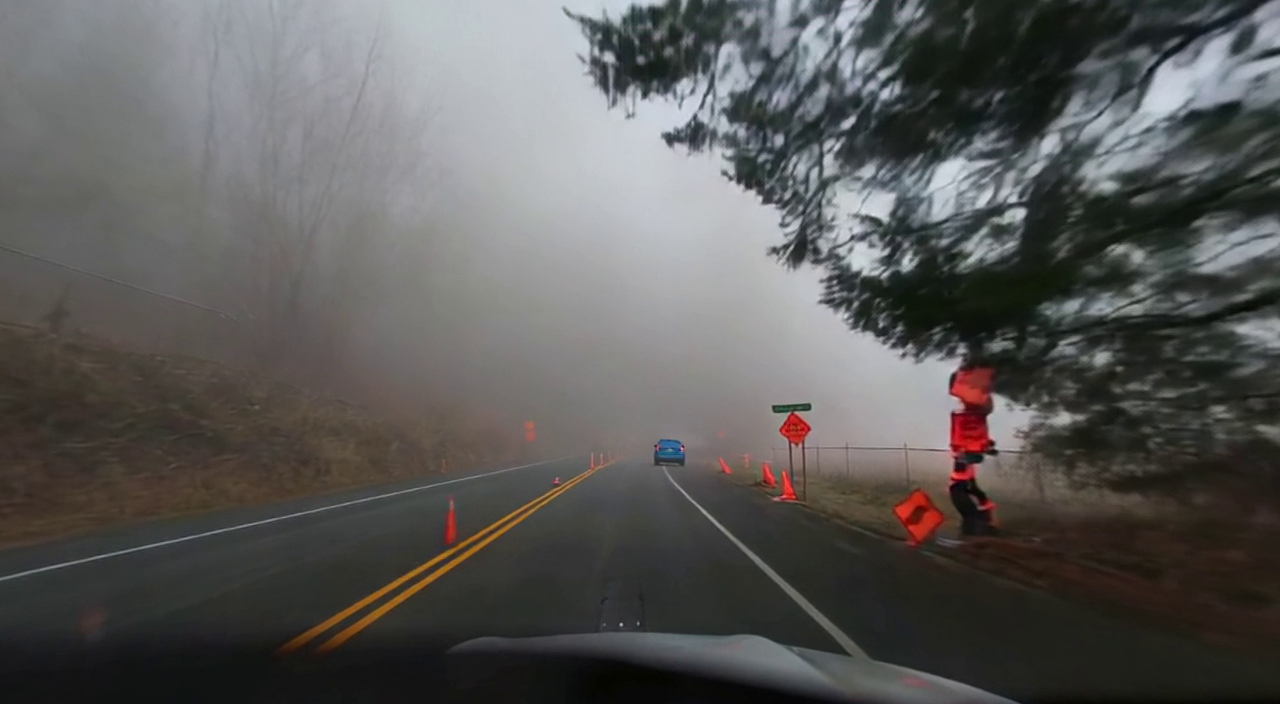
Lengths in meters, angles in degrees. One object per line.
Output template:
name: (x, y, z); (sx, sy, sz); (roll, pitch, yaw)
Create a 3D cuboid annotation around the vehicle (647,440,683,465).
vehicle: (1.612, 6.274, 39.444); (2.172, 1.486, 3.581); (-1, -9, 4)
